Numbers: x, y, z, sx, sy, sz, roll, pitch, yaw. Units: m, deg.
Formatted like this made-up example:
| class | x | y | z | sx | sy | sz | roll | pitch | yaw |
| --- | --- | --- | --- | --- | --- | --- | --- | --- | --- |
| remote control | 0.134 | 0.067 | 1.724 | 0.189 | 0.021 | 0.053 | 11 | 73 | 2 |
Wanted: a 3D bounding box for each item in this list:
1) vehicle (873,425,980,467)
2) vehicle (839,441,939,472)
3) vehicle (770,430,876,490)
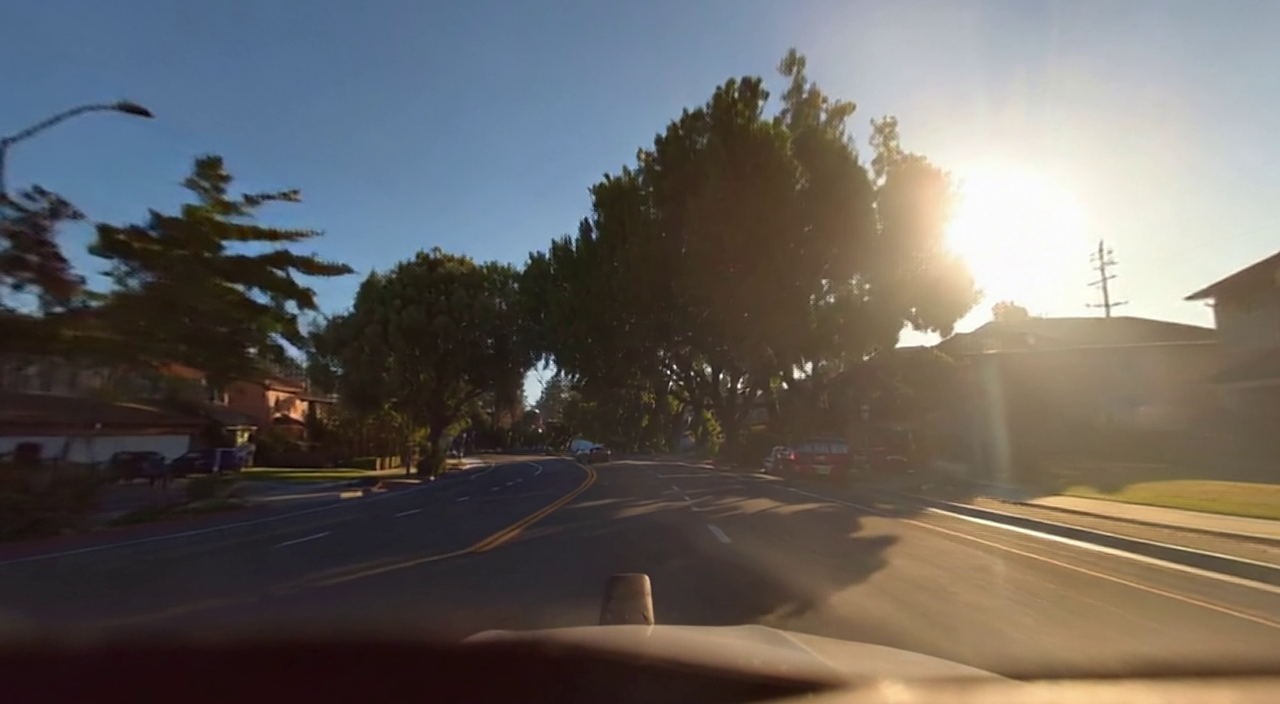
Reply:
| class | x | y | z | sx | sy | sz | roll | pitch | yaw |
| --- | --- | --- | --- | --- | --- | --- | --- | --- | --- |
| vehicle | 15.838 | 5.180 | 35.235 | 2.205 | 1.995 | 5.543 | -1 | -7 | -16 |
| vehicle | 12.448 | 5.236 | 31.537 | 4.508 | 1.462 | 1.721 | 3 | -10 | -17 |
| vehicle | 6.752 | 4.075 | 24.218 | 2.348 | 1.986 | 6.289 | -1 | -9 | 2 |
